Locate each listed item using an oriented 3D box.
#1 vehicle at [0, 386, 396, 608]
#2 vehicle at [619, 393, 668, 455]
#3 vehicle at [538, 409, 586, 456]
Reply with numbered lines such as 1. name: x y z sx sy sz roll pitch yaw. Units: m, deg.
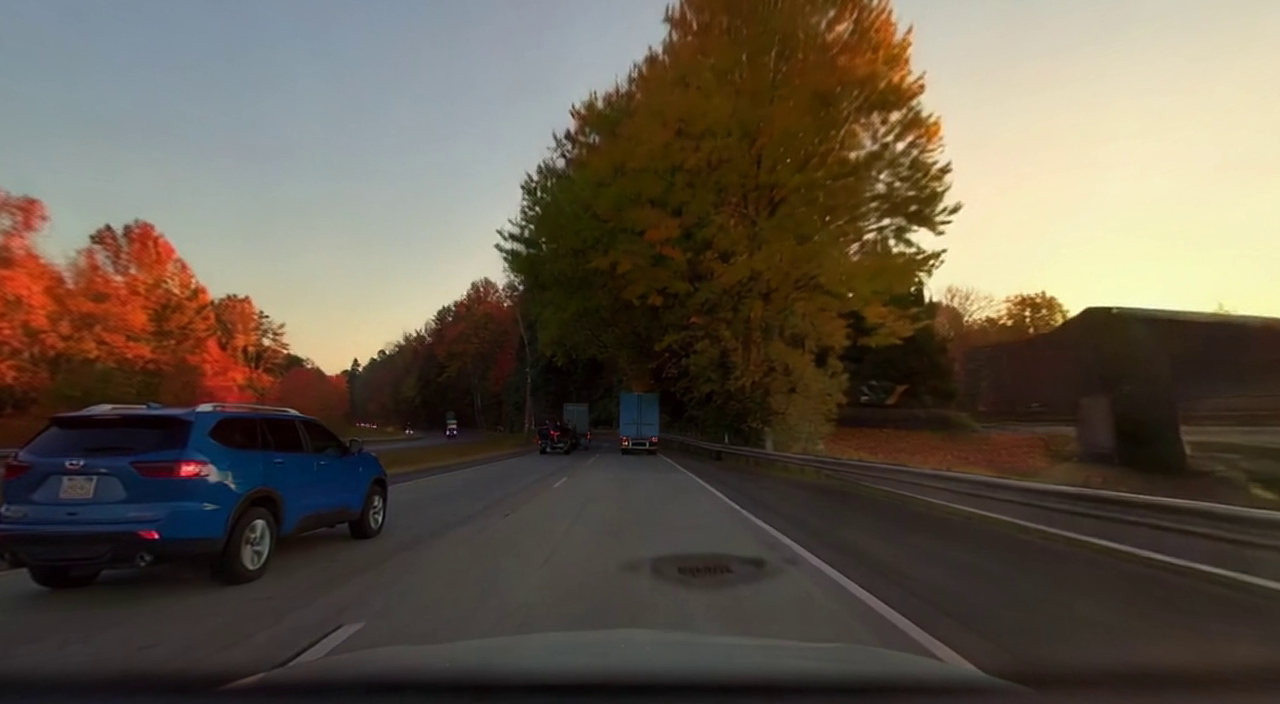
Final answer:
1. vehicle: -4.688 1.399 7.080 2.089 1.669 4.515 0 -8 0
2. vehicle: 0.070 5.168 44.567 3.078 3.955 8.774 0 -8 -3
3. vehicle: -4.822 5.129 39.776 2.383 2.726 5.677 0 -8 0
